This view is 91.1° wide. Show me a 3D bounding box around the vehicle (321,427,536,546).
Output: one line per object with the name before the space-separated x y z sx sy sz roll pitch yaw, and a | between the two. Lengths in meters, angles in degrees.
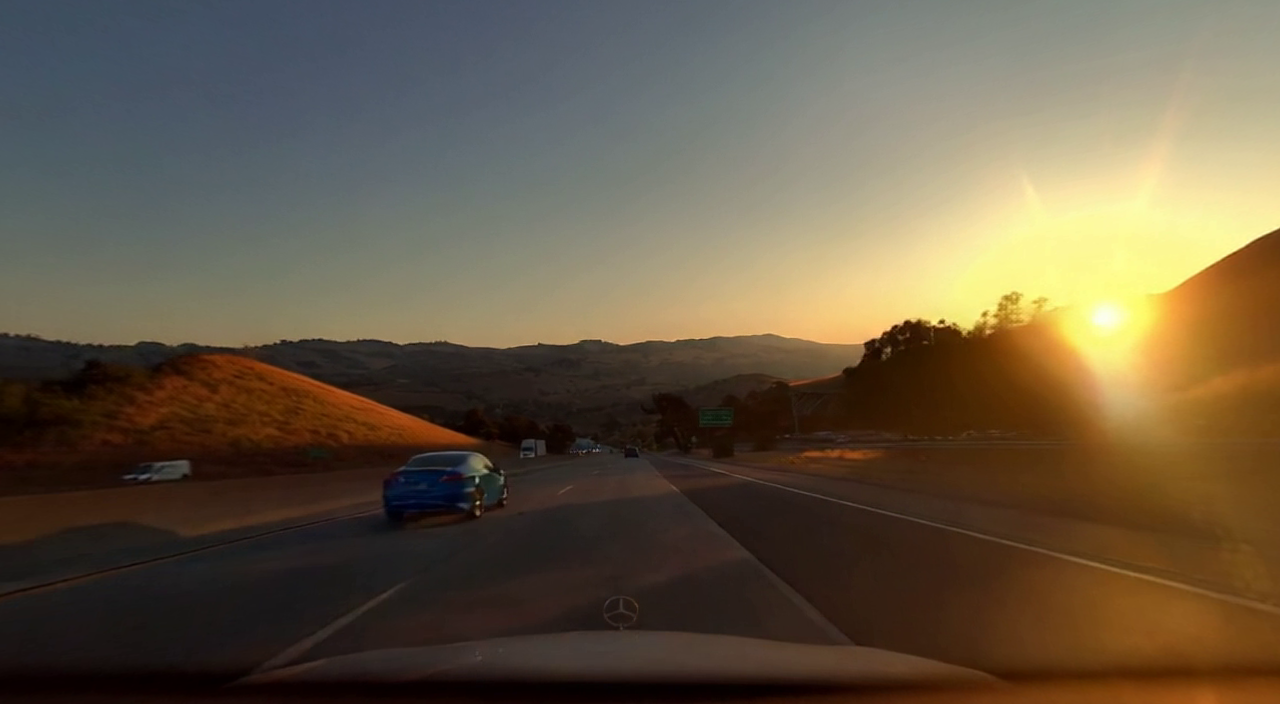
vehicle | -3.246 2.175 10.848 2.069 1.573 4.589 0 -9 0
